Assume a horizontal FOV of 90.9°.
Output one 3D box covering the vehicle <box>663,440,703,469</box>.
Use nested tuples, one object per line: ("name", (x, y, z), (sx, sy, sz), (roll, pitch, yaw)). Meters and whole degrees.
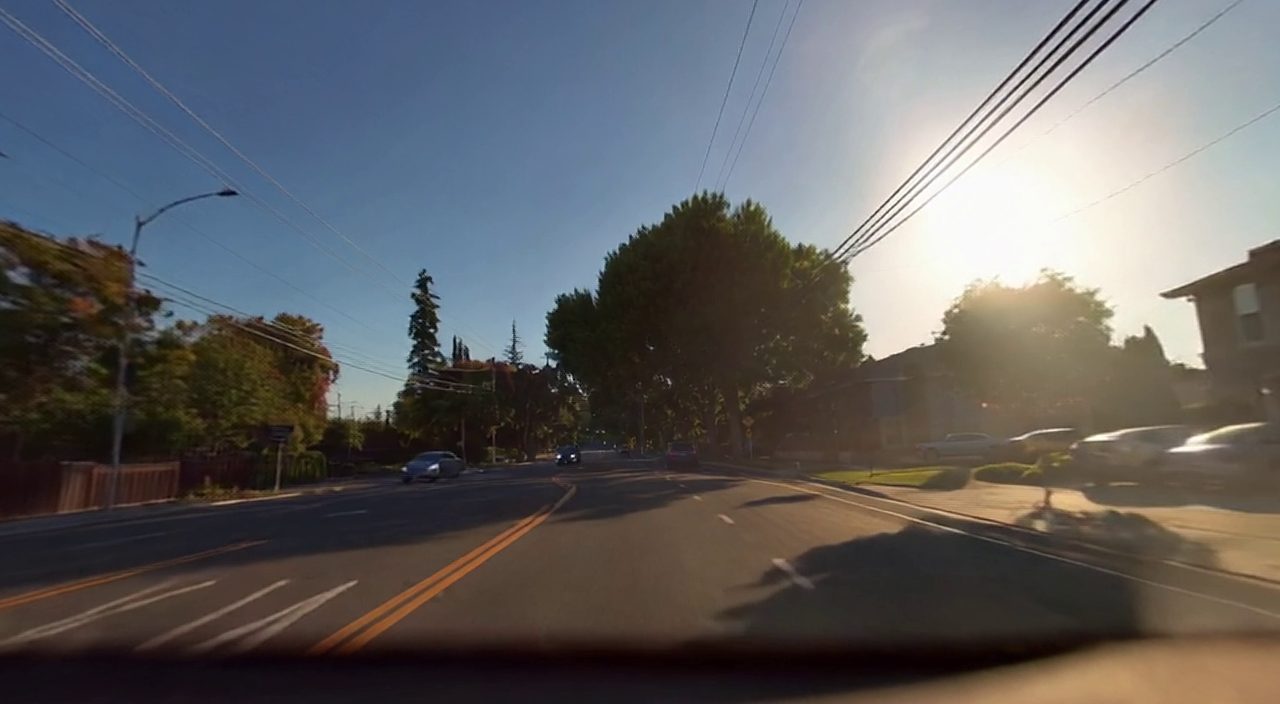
("vehicle", (2.891, 6.998, 43.212), (2.144, 1.843, 4.827), (0, -9, -3))

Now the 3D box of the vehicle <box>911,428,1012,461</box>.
("vehicle", (18.184, 5.255, 35.685), (4.766, 1.493, 2.076), (-9, -11, 30))

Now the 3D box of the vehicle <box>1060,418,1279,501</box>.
("vehicle", (12.192, 2.405, 14.478), (1.970, 1.561, 4.725), (-2, -9, 3))

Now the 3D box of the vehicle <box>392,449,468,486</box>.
("vehicle", (-9.858, 5.432, 29.990), (2.050, 1.536, 4.537), (-2, -9, 1))
